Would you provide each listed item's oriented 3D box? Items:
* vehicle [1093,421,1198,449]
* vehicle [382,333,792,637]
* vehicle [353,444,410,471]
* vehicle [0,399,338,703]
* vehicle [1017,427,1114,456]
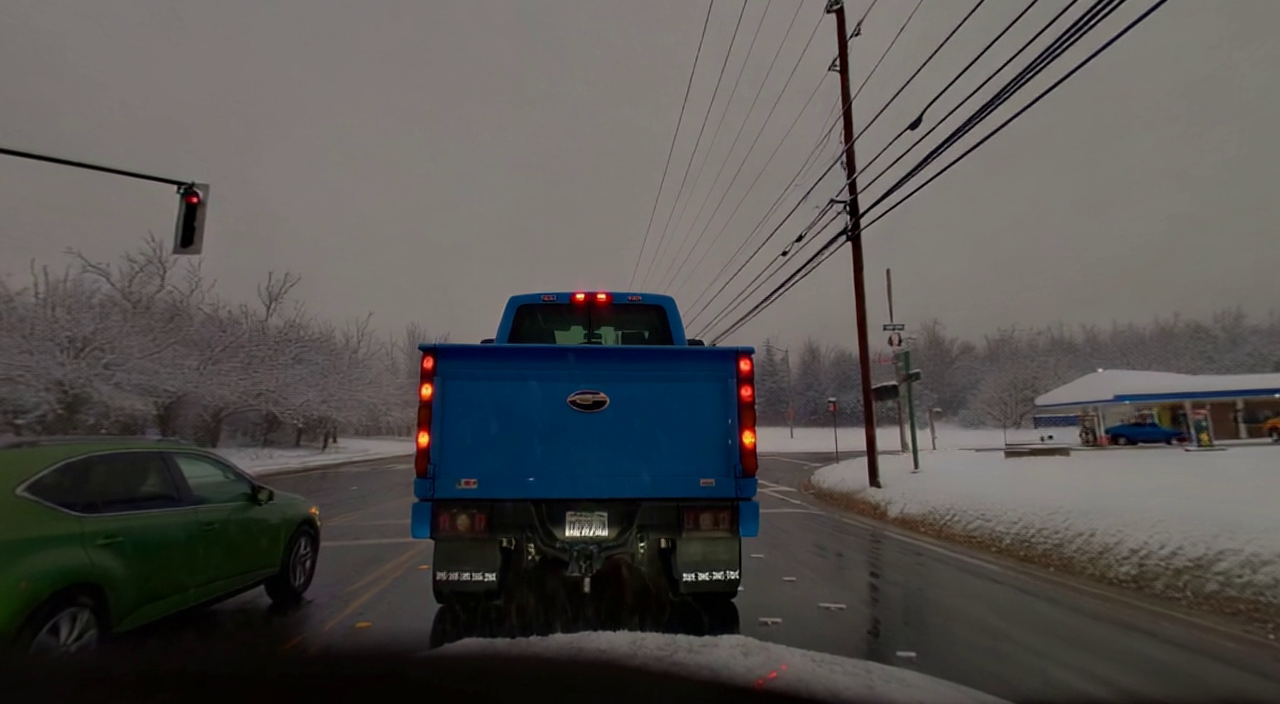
[{"bbox_3d":[33.959,5.620,42.458,2.012,1.757,5.021,5,-10,-31],"label":"vehicle"},{"bbox_3d":[-0.424,1.324,7.226,2.859,2.144,5.406,0,-9,-1],"label":"vehicle"},{"bbox_3d":[-17.119,7.015,41.930,2.133,1.690,4.331,0,-9,-3],"label":"vehicle"},{"bbox_3d":[-3.961,1.190,3.998,2.017,1.555,4.150,-1,-9,0],"label":"vehicle"},{"bbox_3d":[25.563,5.396,37.946,4.419,1.496,1.854,-2,-9,1],"label":"vehicle"}]
